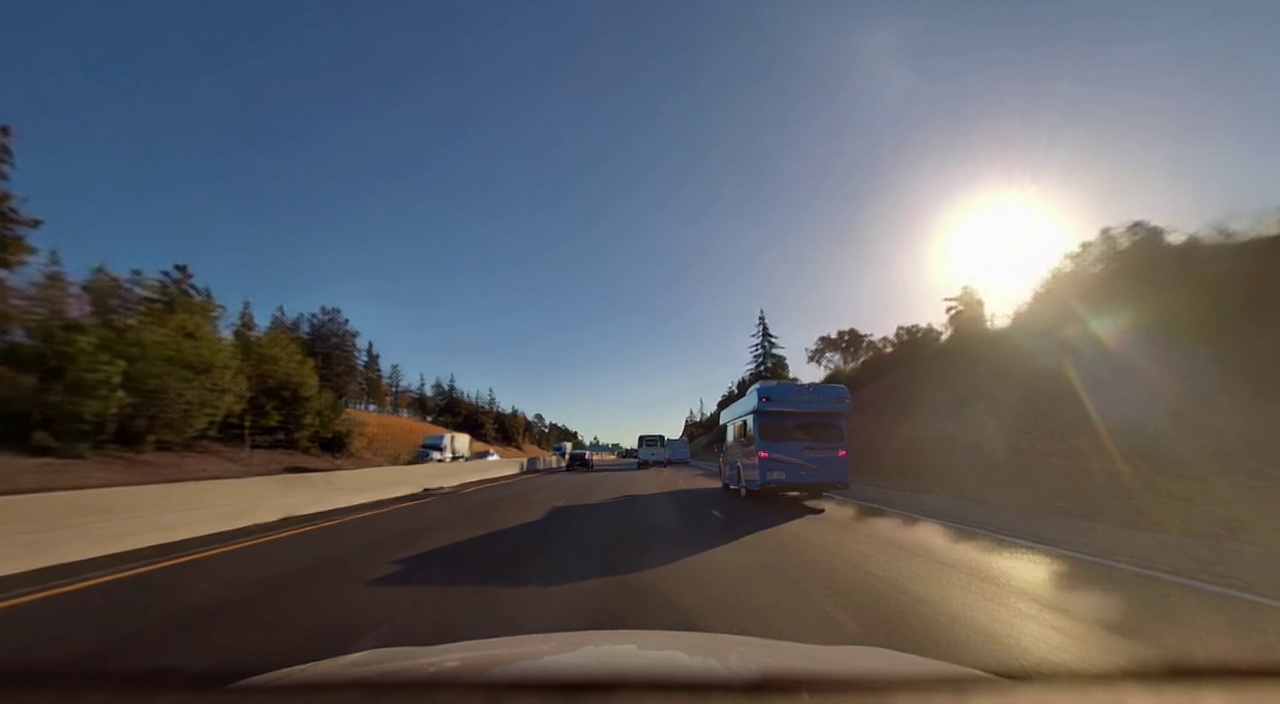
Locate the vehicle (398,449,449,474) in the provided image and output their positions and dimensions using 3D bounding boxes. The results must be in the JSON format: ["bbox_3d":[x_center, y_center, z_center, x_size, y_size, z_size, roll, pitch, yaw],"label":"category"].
[{"bbox_3d":[-15.182,7.678,44.522,1.953,1.647,4.472,0,-9,1],"label":"vehicle"}]

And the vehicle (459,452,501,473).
[{"bbox_3d":[-11.160,7.721,44.243,1.794,1.424,3.959,0,-9,1],"label":"vehicle"}]

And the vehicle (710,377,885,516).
[{"bbox_3d":[3.709,2.532,16.980,2.607,2.910,7.252,0,-9,-2],"label":"vehicle"}]

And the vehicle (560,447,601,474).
[{"bbox_3d":[-3.546,6.563,38.267,1.959,1.502,4.559,0,-9,1],"label":"vehicle"}]

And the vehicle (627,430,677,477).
[{"bbox_3d":[0.589,5.531,34.482,2.524,2.310,4.986,0,-9,0],"label":"vehicle"}]
